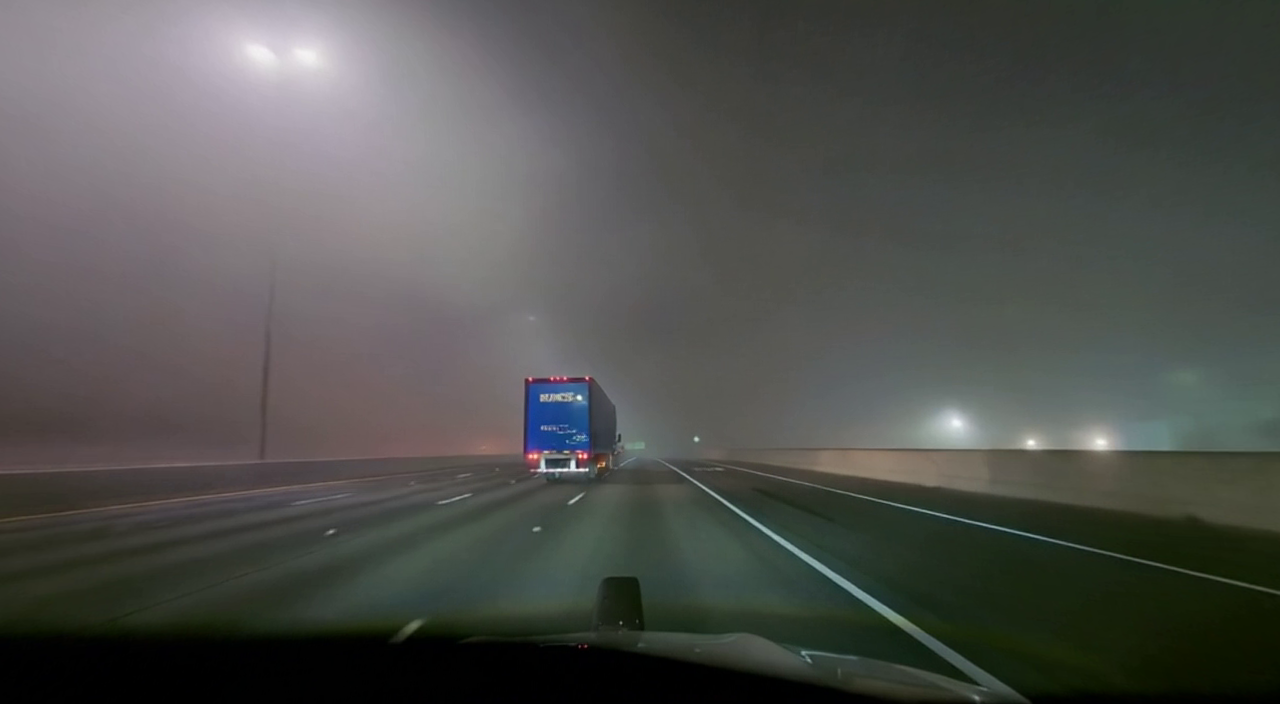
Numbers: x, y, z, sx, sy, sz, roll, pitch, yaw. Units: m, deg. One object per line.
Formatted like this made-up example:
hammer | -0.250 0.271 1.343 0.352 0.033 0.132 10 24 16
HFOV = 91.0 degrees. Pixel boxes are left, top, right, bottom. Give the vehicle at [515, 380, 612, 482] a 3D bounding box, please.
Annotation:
vehicle | -3.208 3.889 29.949 3.059 3.956 11.036 0 -9 1
